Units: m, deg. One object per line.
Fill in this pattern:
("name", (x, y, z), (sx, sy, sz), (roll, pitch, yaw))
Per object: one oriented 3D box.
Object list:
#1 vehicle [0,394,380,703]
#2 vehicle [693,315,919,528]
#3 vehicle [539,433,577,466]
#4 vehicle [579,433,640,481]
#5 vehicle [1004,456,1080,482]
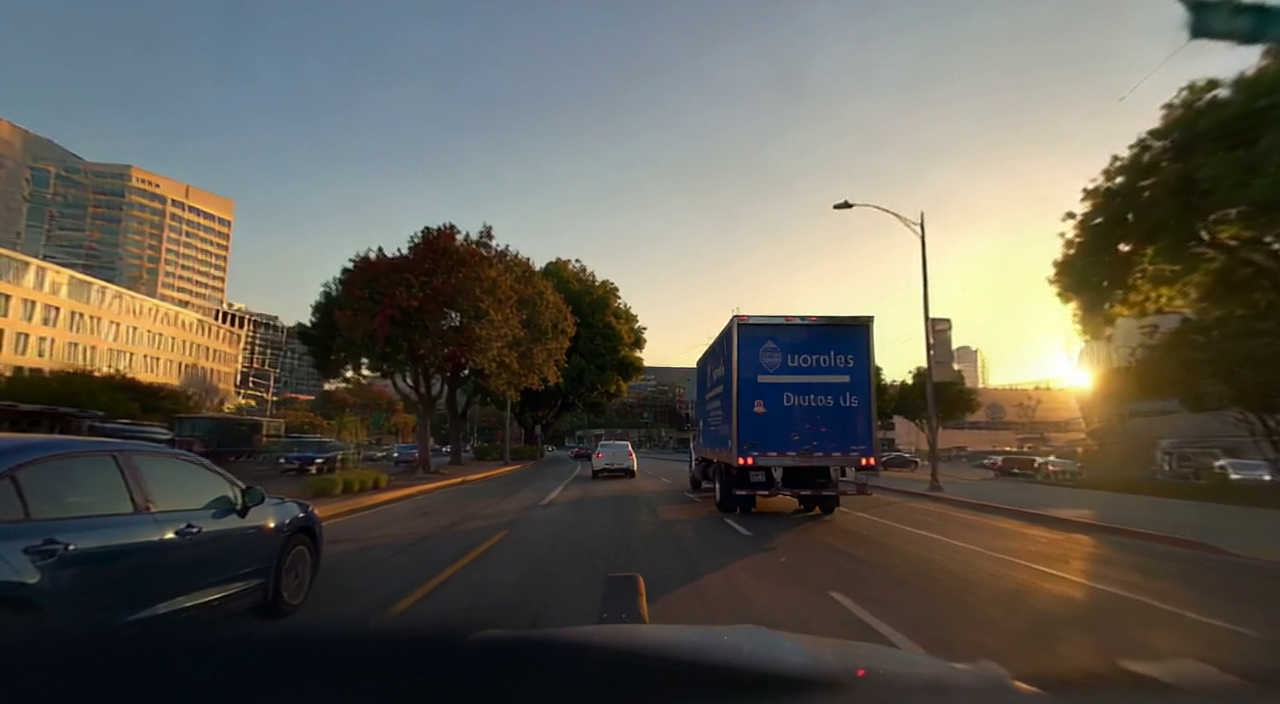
("vehicle", (-3.678, 1.193, 4.351), (1.828, 1.515, 4.422), (0, -9, 0))
("vehicle", (3.174, 1.774, 14.972), (2.905, 3.644, 8.441), (0, -9, -1))
("vehicle", (-5.757, 6.938, 44.920), (2.269, 2.181, 5.787), (1, -9, -4))
("vehicle", (-1.314, 4.406, 26.596), (2.388, 1.811, 4.455), (1, -9, -4))
("vehicle", (24.973, 7.234, 39.016), (4.391, 1.492, 1.972), (5, -10, -28))
